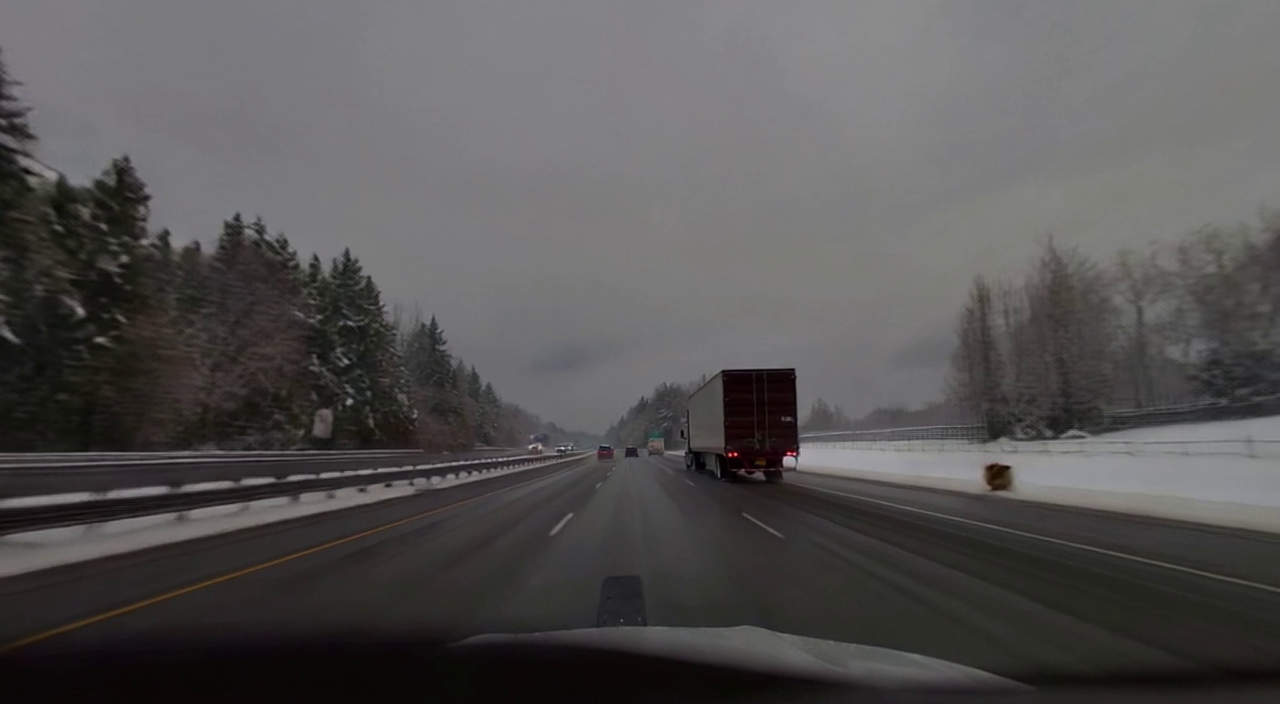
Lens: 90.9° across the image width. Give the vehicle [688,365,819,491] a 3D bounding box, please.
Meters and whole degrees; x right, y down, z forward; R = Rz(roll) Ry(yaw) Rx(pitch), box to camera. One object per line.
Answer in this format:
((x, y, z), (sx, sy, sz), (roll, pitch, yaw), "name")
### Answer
((4.139, 3.464, 26.958), (2.950, 4.033, 13.276), (0, -9, -1), "vehicle")
